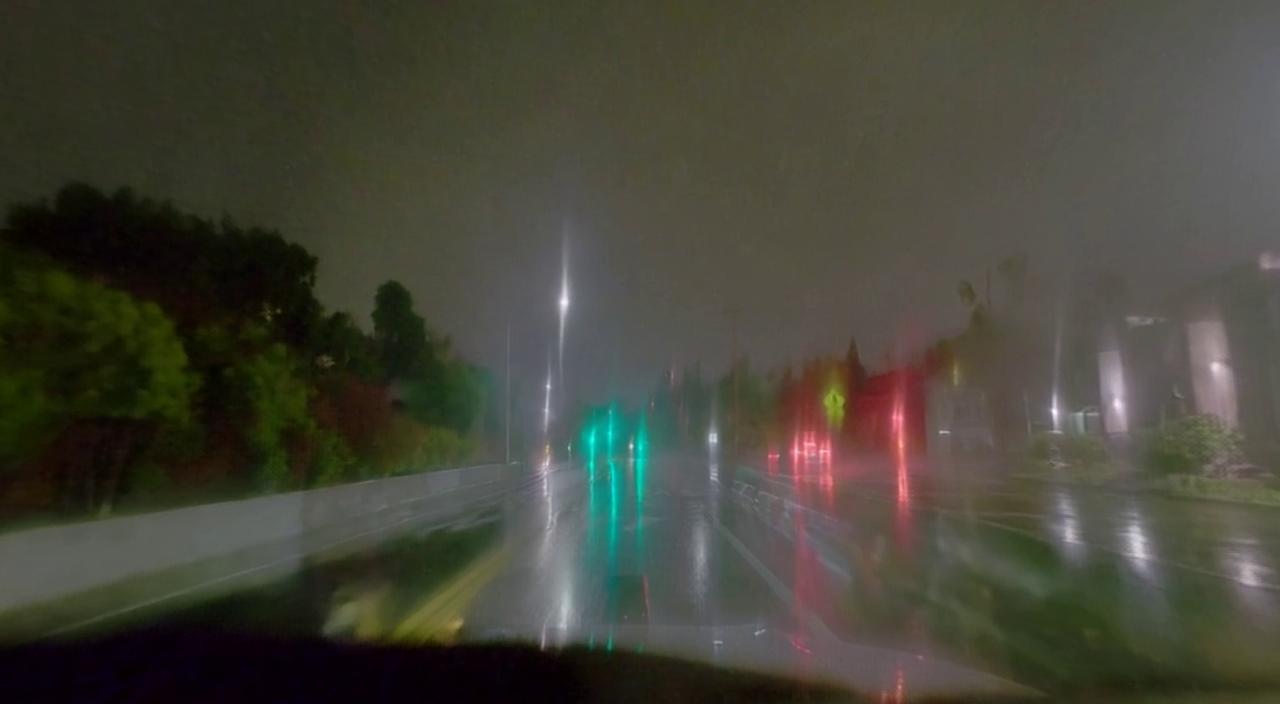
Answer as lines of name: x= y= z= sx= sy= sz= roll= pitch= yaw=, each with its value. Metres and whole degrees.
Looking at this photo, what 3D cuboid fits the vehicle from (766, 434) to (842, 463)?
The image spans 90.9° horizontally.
vehicle: x=10.937 y=6.439 z=42.283 sx=4.614 sy=1.764 sz=1.860 roll=-3 pitch=-8 yaw=6
